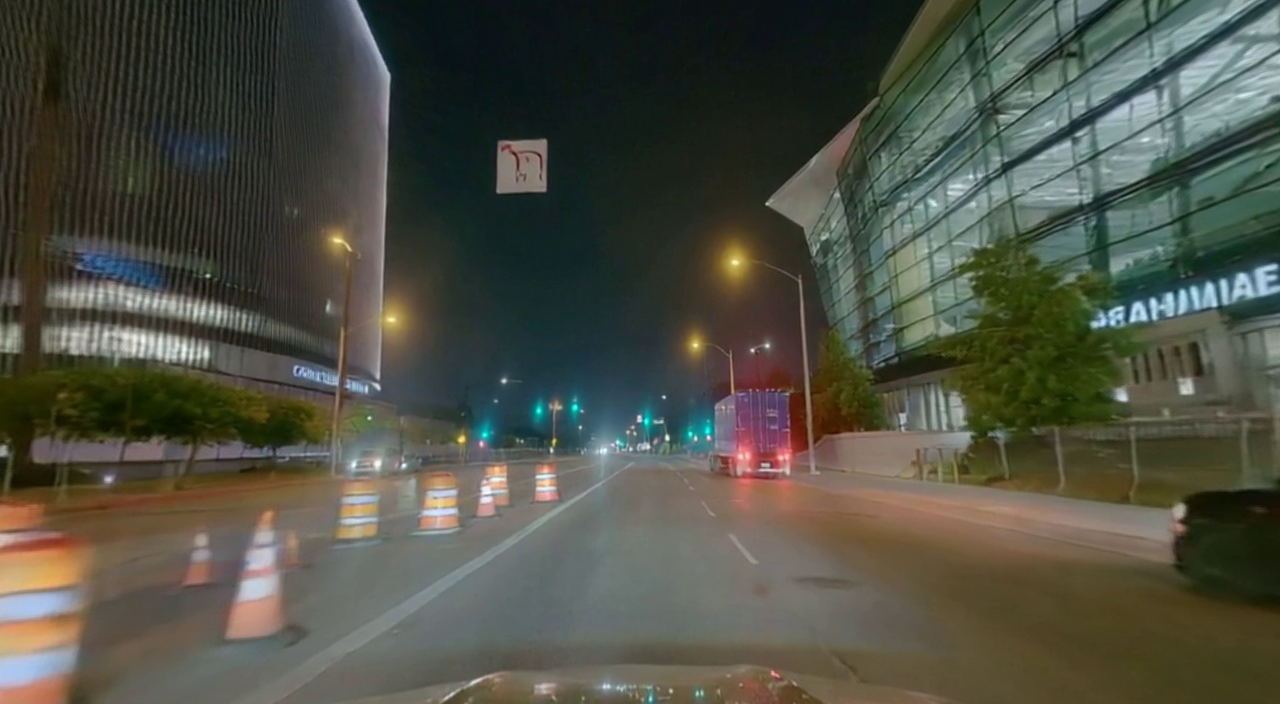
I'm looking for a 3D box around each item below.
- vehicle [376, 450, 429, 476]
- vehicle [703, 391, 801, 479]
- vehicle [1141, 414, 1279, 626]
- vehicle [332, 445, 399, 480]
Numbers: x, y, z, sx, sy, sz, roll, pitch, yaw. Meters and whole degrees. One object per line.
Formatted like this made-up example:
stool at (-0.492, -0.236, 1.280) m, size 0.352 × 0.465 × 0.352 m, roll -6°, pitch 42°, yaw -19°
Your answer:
vehicle at (-16.795, 7.834, 44.858) m, size 1.925 × 1.665 × 4.893 m, roll 0°, pitch -9°, yaw -1°
vehicle at (5.470, 4.440, 33.140) m, size 3.176 × 3.913 × 9.805 m, roll 0°, pitch -9°, yaw -1°
vehicle at (6.035, 1.154, 3.914) m, size 2.098 × 1.619 × 4.433 m, roll 0°, pitch -9°, yaw -2°
vehicle at (-16.801, 6.767, 39.005) m, size 1.937 × 1.984 × 4.928 m, roll 0°, pitch -9°, yaw 0°
